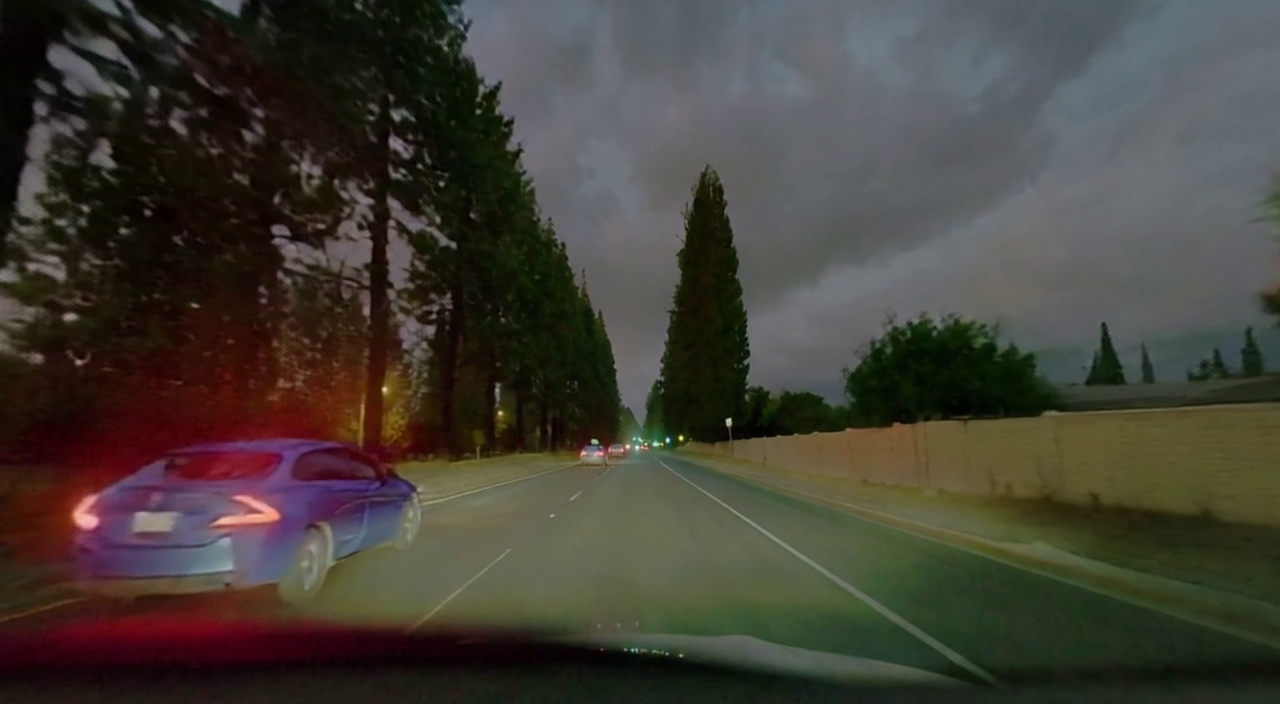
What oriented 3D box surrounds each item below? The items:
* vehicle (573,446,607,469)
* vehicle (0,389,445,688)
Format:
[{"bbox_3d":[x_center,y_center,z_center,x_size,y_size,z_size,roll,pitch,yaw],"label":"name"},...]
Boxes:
[{"bbox_3d":[-3.210,6.928,41.578,1.870,1.431,4.317,0,-9,0],"label":"vehicle"},{"bbox_3d":[-3.473,1.374,5.850,1.919,1.650,4.546,0,-9,-1],"label":"vehicle"}]
